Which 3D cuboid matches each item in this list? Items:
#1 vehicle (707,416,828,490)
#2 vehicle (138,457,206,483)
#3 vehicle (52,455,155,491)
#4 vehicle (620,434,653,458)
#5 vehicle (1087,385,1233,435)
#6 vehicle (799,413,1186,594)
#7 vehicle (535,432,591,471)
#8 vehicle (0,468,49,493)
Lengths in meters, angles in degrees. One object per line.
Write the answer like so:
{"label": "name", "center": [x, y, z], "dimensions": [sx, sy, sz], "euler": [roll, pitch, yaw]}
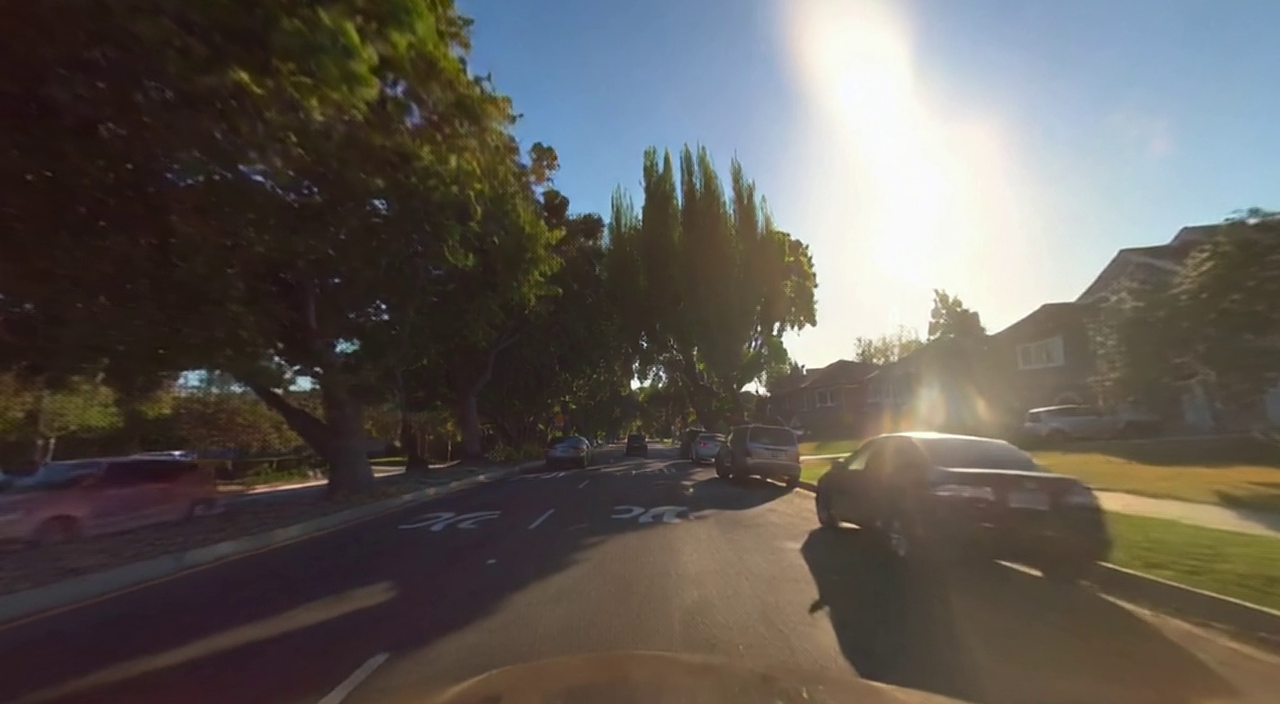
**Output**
{"label": "vehicle", "center": [3.609, 2.981, 19.077], "dimensions": [2.273, 1.860, 5.077], "euler": [-1, -8, -3]}
{"label": "vehicle", "center": [-36.508, 9.193, 49.418], "dimensions": [1.890, 1.711, 4.456], "euler": [-2, -8, 1]}
{"label": "vehicle", "center": [-41.311, 9.284, 48.902], "dimensions": [2.306, 2.086, 6.132], "euler": [-3, -6, 5]}
{"label": "vehicle", "center": [-0.235, 6.491, 43.807], "dimensions": [2.142, 1.548, 4.273], "euler": [-2, -8, 0]}
{"label": "vehicle", "center": [19.301, 2.258, 23.762], "dimensions": [1.938, 1.668, 4.286], "euler": [-2, -8, 3]}
{"label": "vehicle", "center": [3.674, 1.630, 7.920], "dimensions": [2.019, 1.495, 4.755], "euler": [-2, -8, -1]}
{"label": "vehicle", "center": [-3.663, 4.793, 30.787], "dimensions": [2.129, 1.668, 4.722], "euler": [-2, -8, 0]}
{"label": "vehicle", "center": [-48.962, 10.008, 49.141], "dimensions": [1.860, 1.676, 4.164], "euler": [-1, -8, 3]}
